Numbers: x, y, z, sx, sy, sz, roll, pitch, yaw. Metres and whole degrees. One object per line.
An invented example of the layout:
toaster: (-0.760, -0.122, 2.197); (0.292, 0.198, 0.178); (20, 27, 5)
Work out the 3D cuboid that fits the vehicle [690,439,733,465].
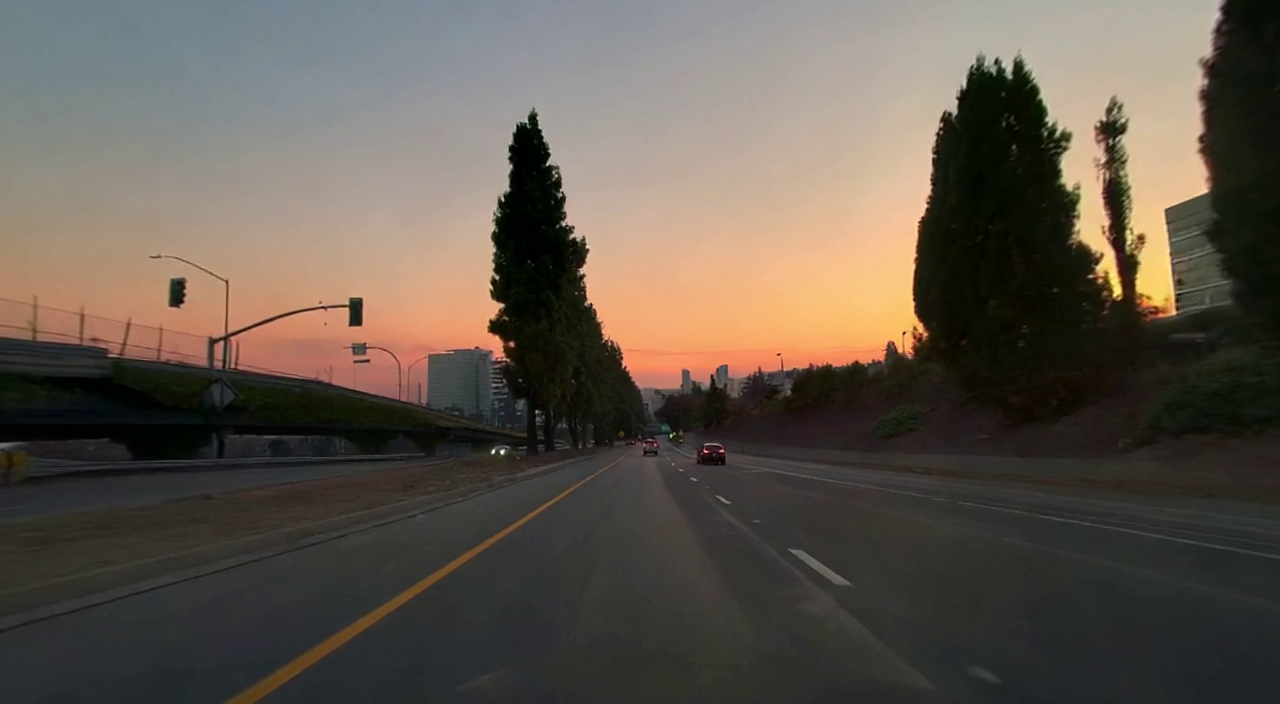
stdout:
vehicle: (4.283, 6.086, 38.519); (2.042, 1.518, 4.477); (0, -9, -1)
